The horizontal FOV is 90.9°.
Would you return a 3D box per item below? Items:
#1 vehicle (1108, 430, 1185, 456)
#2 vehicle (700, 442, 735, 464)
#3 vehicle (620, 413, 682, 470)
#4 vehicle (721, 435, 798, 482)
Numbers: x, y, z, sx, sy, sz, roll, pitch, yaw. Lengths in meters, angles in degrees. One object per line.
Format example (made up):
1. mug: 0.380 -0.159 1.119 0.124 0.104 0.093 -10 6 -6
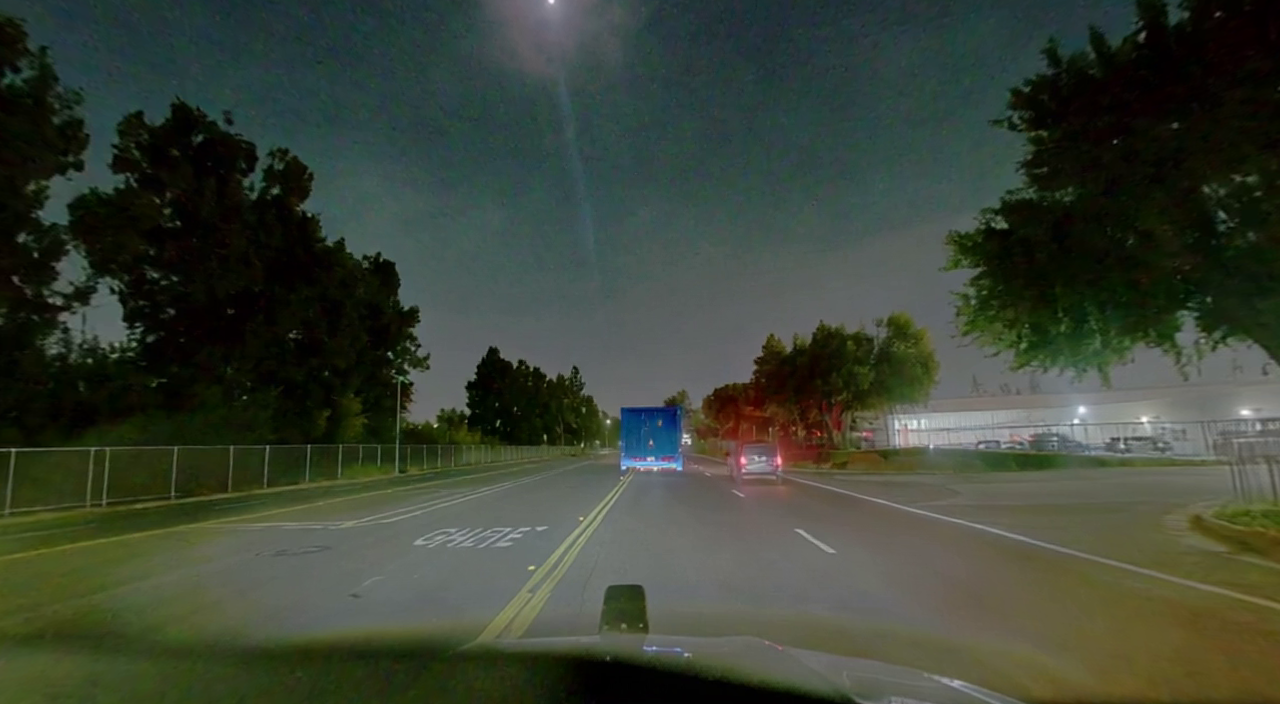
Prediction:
1. vehicle: 37.477 6.798 46.865 2.389 1.806 5.792 -3 -9 18
2. vehicle: 5.530 7.273 45.392 2.018 1.473 4.343 0 -9 1
3. vehicle: 0.665 5.208 36.649 3.197 2.963 7.055 0 -9 1
4. vehicle: 4.592 4.181 24.957 2.151 1.662 4.543 0 -8 0
